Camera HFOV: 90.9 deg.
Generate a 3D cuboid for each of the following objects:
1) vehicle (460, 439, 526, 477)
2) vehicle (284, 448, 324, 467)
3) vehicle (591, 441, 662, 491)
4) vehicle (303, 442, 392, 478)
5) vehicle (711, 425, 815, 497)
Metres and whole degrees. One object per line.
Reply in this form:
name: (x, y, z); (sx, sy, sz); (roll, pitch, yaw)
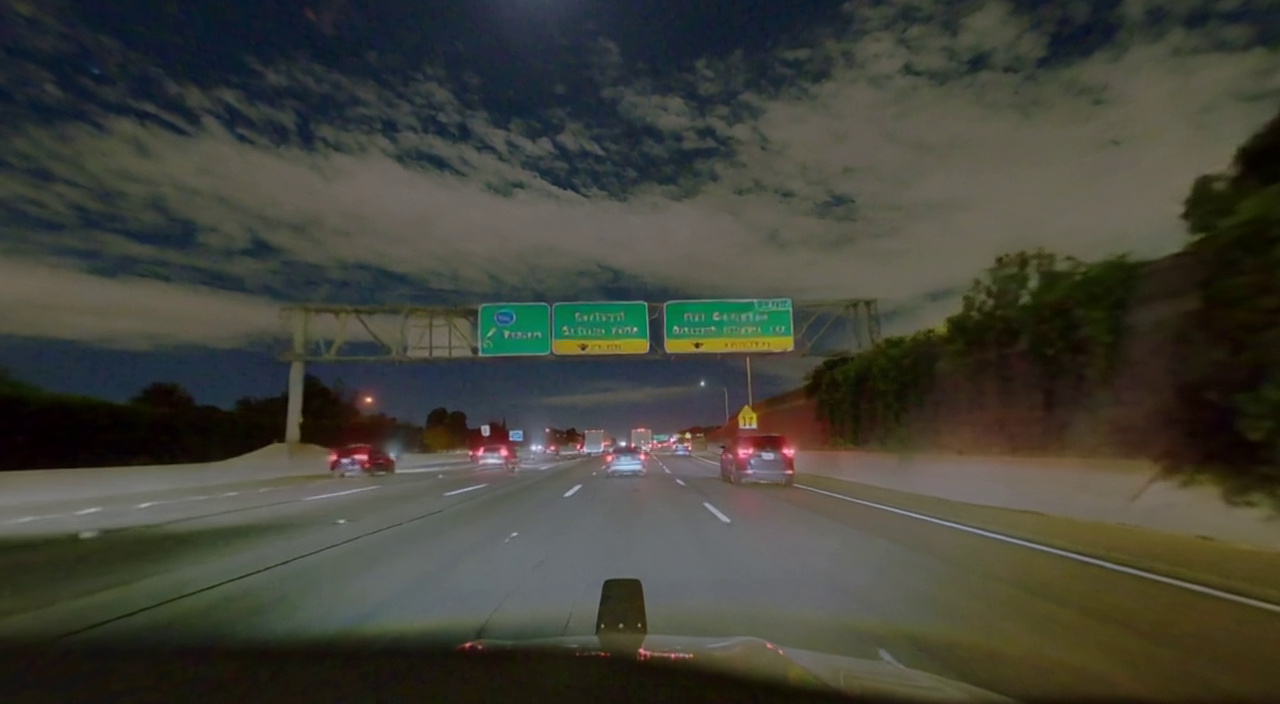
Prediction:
vehicle: (-6.834, 4.974, 29.837); (2.060, 1.669, 4.242); (0, -9, 0)
vehicle: (-26.440, 8.308, 49.733); (1.453, 1.354, 3.260); (-3, -9, -1)
vehicle: (-0.389, 3.638, 20.527); (2.042, 1.446, 4.269); (0, -9, 0)
vehicle: (-14.449, 5.349, 31.559); (2.055, 1.628, 4.898); (0, -9, 1)
vehicle: (3.314, 3.050, 17.973); (2.001, 1.771, 4.250); (0, -9, -1)
